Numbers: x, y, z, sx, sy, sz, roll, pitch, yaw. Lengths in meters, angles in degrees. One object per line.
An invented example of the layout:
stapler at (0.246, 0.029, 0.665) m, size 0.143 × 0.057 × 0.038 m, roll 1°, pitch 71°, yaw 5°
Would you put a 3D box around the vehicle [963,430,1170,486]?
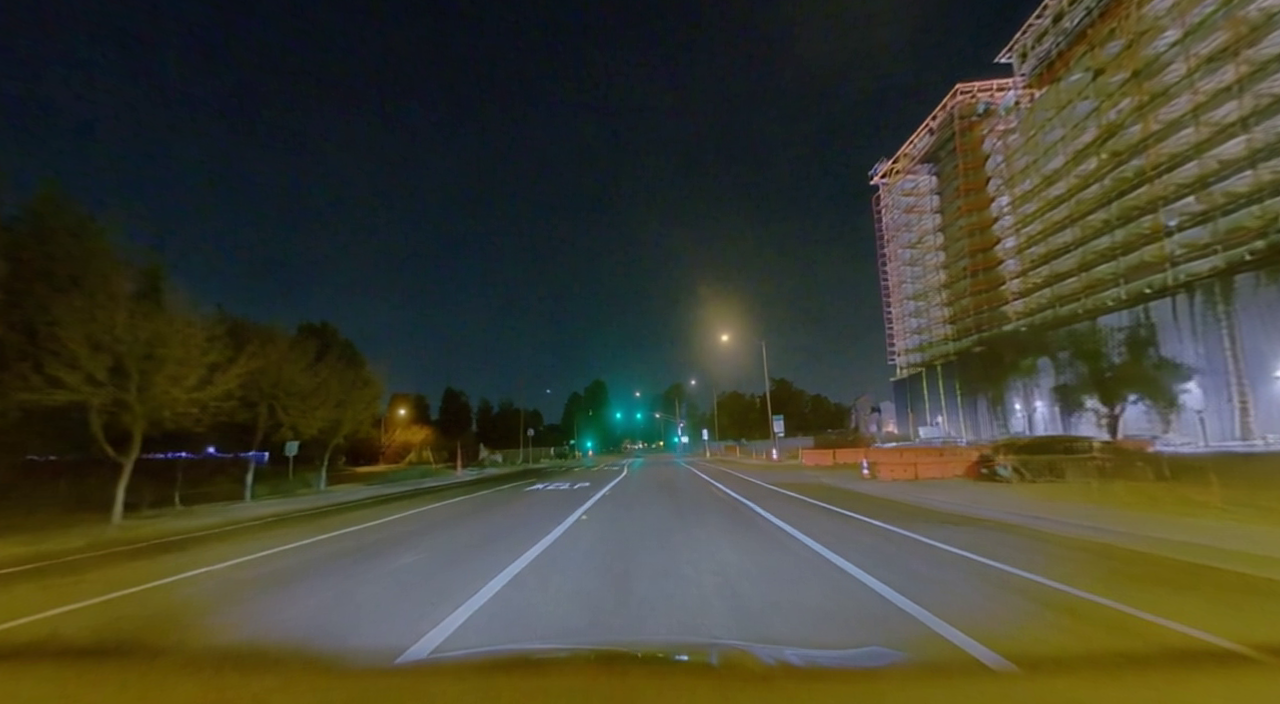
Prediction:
vehicle at (11.558, 2.895, 17.411) m, size 4.251 × 1.418 × 1.896 m, roll -1°, pitch -8°, yaw 3°
